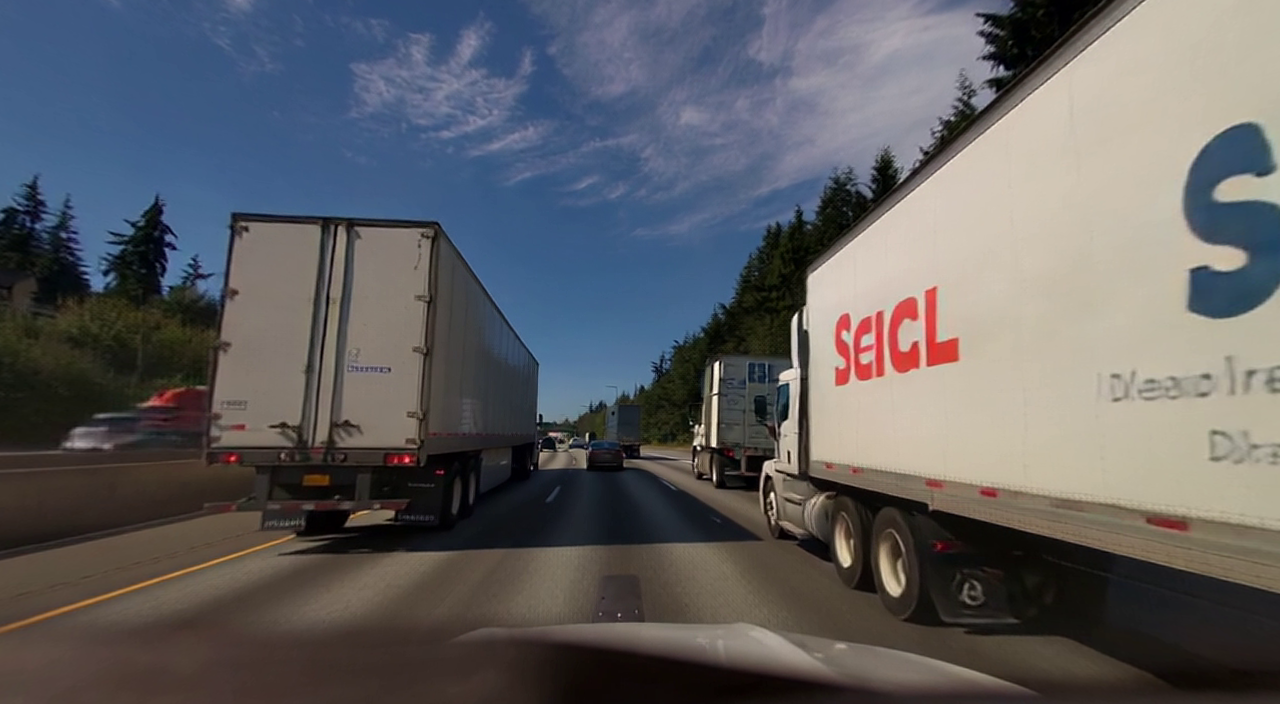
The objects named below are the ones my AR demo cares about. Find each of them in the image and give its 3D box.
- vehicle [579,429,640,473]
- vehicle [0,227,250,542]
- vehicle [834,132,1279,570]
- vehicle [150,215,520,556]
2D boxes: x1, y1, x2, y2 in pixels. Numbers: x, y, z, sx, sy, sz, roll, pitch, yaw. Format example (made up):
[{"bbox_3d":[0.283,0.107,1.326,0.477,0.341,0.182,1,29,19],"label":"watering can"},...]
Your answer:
[{"bbox_3d":[-1.286,3.795,24.431,2.060,1.540,4.374,1,-8,-7],"label":"vehicle"},{"bbox_3d":[-10.662,0.050,5.433,2.867,4.125,14.026,-2,-8,15],"label":"vehicle"},{"bbox_3d":[7.698,-0.084,5.551,2.820,4.084,13.786,3,-8,-24],"label":"vehicle"},{"bbox_3d":[-4.161,0.892,11.412,2.822,3.788,8.799,0,-8,-4],"label":"vehicle"}]
